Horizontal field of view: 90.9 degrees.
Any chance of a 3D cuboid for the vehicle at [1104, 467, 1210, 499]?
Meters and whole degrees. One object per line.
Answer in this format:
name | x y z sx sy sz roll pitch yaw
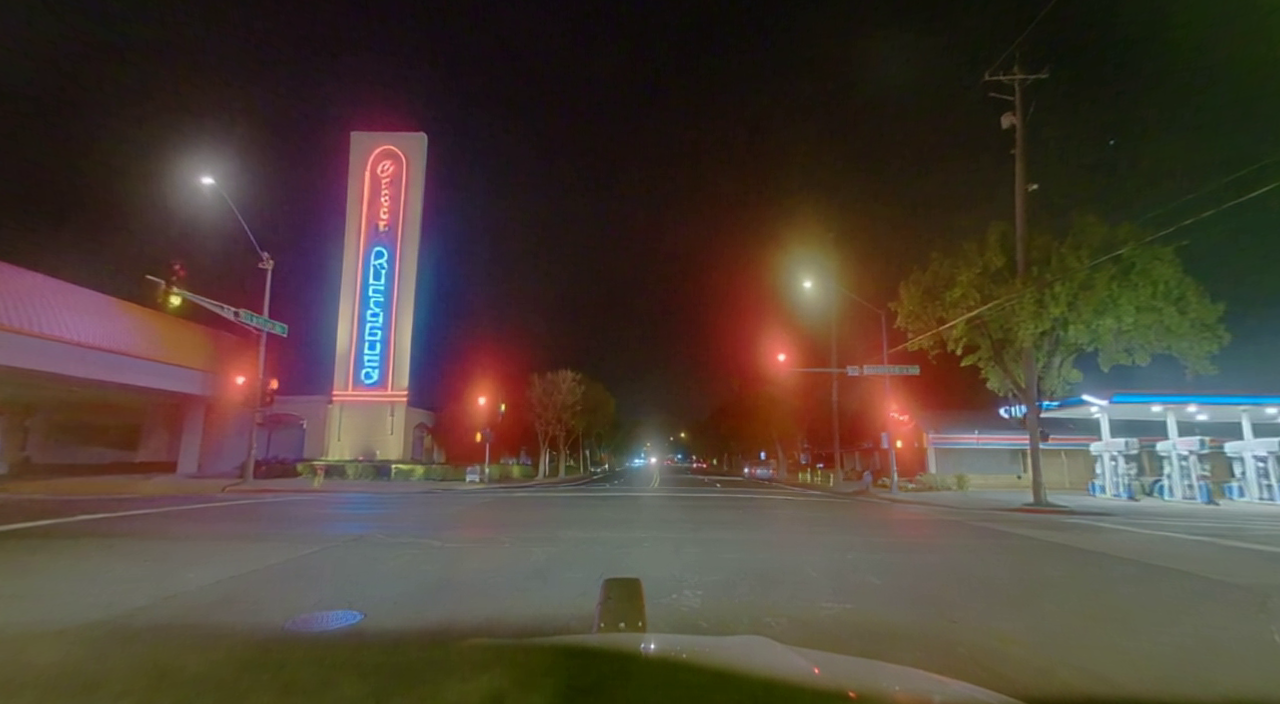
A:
vehicle | 27.991 7.068 34.325 1.897 1.466 4.211 1 -8 -6
